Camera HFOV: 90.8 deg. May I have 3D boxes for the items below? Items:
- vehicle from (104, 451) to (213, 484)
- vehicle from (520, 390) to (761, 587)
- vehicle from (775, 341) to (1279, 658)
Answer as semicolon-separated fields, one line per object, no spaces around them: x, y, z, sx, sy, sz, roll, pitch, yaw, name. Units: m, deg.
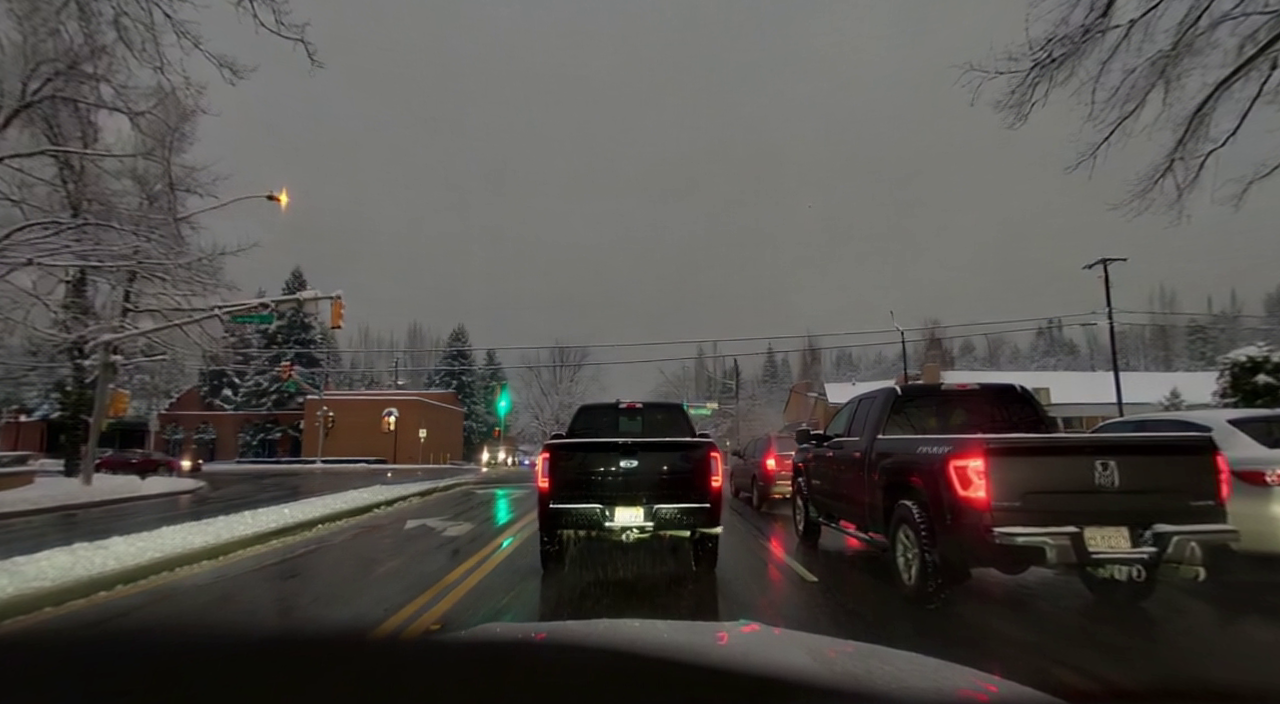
-26.398;6.322;34.852;4.437;1.669;1.936;5;-10;-30;vehicle
-0.052;1.643;8.474;2.240;1.821;5.001;0;-9;-1;vehicle
3.331;1.314;6.804;2.412;1.953;5.682;0;-9;-1;vehicle
